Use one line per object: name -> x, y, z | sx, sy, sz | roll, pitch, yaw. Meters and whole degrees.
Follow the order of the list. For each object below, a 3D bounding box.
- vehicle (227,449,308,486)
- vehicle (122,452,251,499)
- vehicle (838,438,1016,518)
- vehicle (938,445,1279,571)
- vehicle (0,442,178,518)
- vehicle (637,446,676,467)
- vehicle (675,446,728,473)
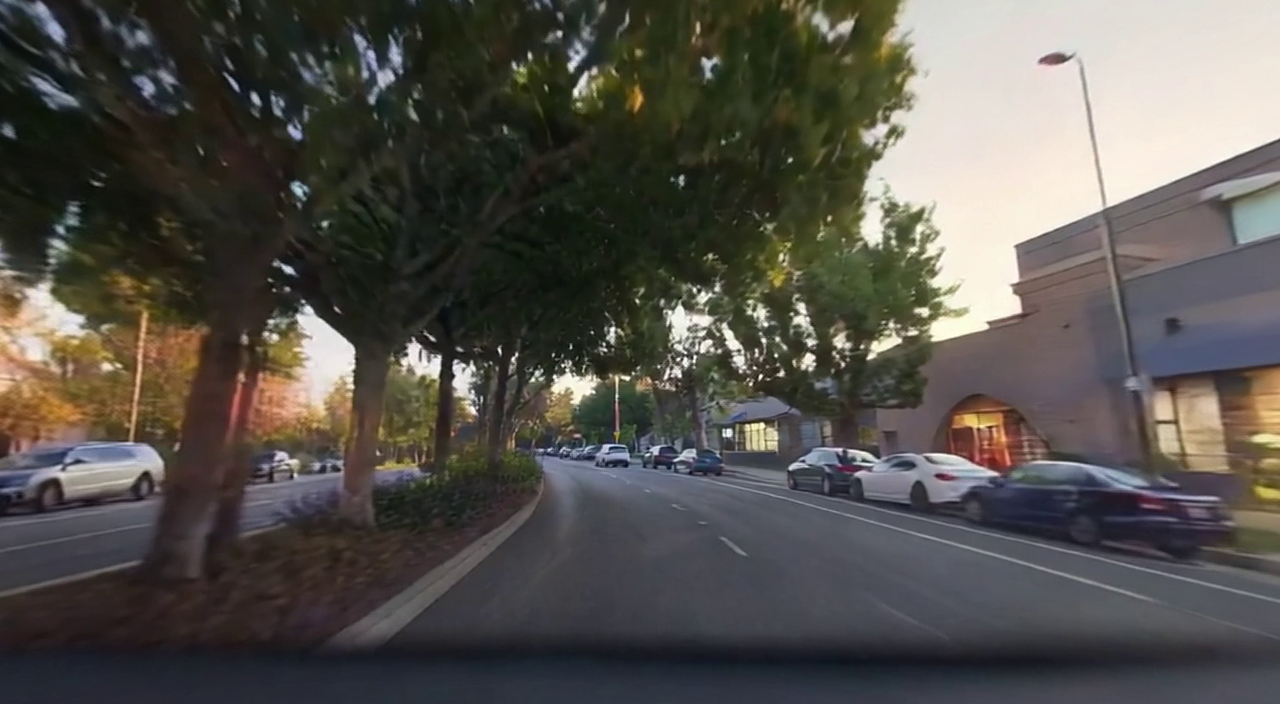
vehicle -> -17.310, 5.362, 29.624 | 1.906, 1.542, 4.210 | 1, -9, -11
vehicle -> -16.362, 4.420, 23.142 | 1.825, 1.474, 4.678 | 1, -9, -9
vehicle -> 6.654, 2.937, 15.288 | 2.065, 1.632, 4.206 | 1, -9, -5
vehicle -> 7.112, 2.298, 10.280 | 1.872, 1.515, 4.799 | 1, -9, -5
vehicle -> -15.507, 3.408, 17.505 | 1.876, 1.772, 5.125 | 1, -9, -5
vehicle -> 1.159, 7.671, 46.612 | 1.853, 1.446, 4.187 | 2, -9, -13
vehicle -> 3.588, 6.366, 37.707 | 2.012, 1.517, 4.287 | 1, -9, -10
